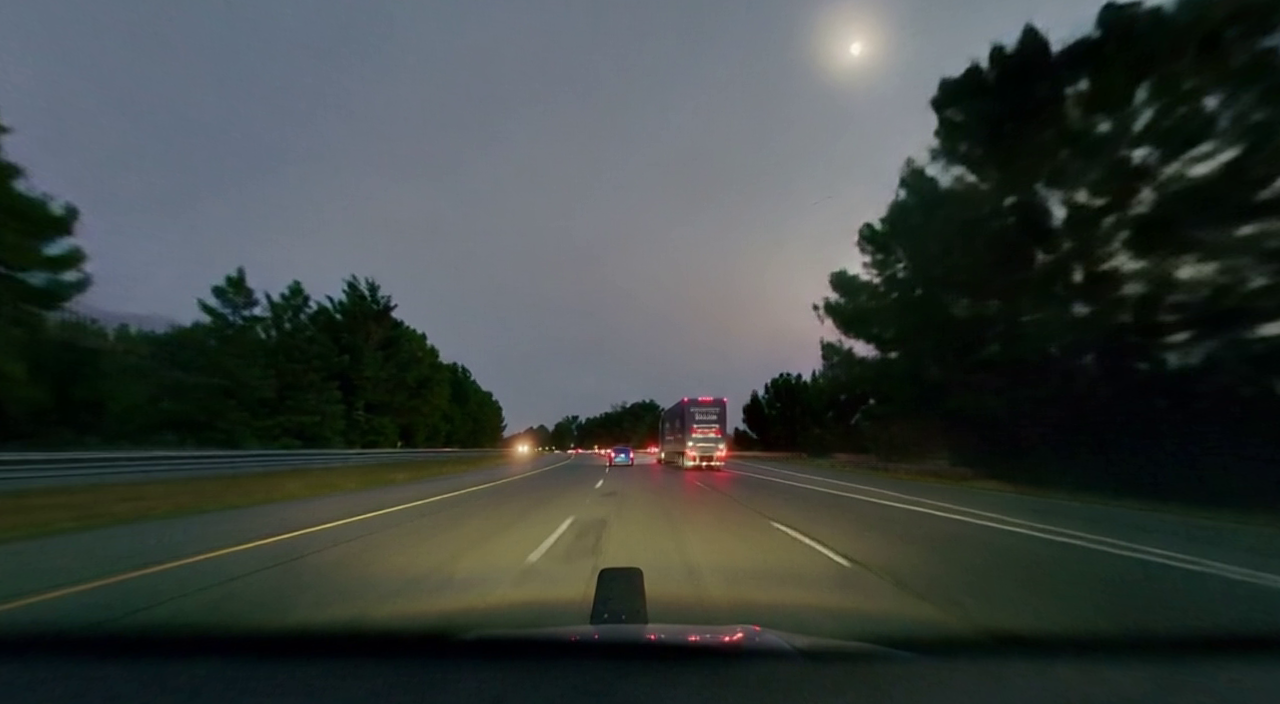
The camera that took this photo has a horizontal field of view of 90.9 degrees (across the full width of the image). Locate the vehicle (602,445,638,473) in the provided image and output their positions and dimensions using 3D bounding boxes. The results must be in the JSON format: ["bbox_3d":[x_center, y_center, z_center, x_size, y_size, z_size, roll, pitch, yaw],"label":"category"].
[{"bbox_3d":[-1.121,5.958,35.307,1.913,1.460,3.610,0,-9,-2],"label":"vehicle"}]

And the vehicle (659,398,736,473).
[{"bbox_3d":[3.303,5.582,41.076,2.951,4.012,14.203,0,-9,-3],"label":"vehicle"}]
